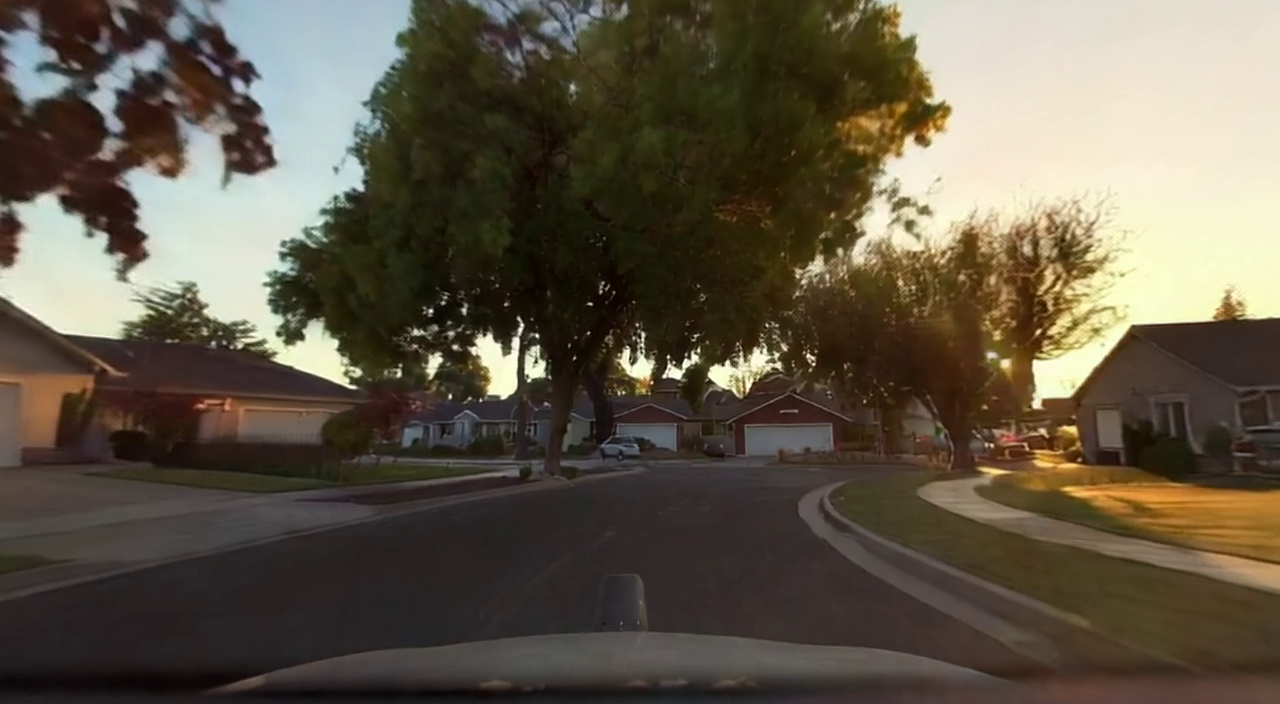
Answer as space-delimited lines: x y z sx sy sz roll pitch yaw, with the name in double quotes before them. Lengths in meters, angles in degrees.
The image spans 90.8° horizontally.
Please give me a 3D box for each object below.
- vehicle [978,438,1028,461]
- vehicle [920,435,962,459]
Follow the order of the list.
"vehicle" 26.068 7.033 45.533 1.873 1.556 4.216 -2 -9 12
"vehicle" 22.550 7.154 47.514 1.937 1.731 4.179 -2 -9 13
